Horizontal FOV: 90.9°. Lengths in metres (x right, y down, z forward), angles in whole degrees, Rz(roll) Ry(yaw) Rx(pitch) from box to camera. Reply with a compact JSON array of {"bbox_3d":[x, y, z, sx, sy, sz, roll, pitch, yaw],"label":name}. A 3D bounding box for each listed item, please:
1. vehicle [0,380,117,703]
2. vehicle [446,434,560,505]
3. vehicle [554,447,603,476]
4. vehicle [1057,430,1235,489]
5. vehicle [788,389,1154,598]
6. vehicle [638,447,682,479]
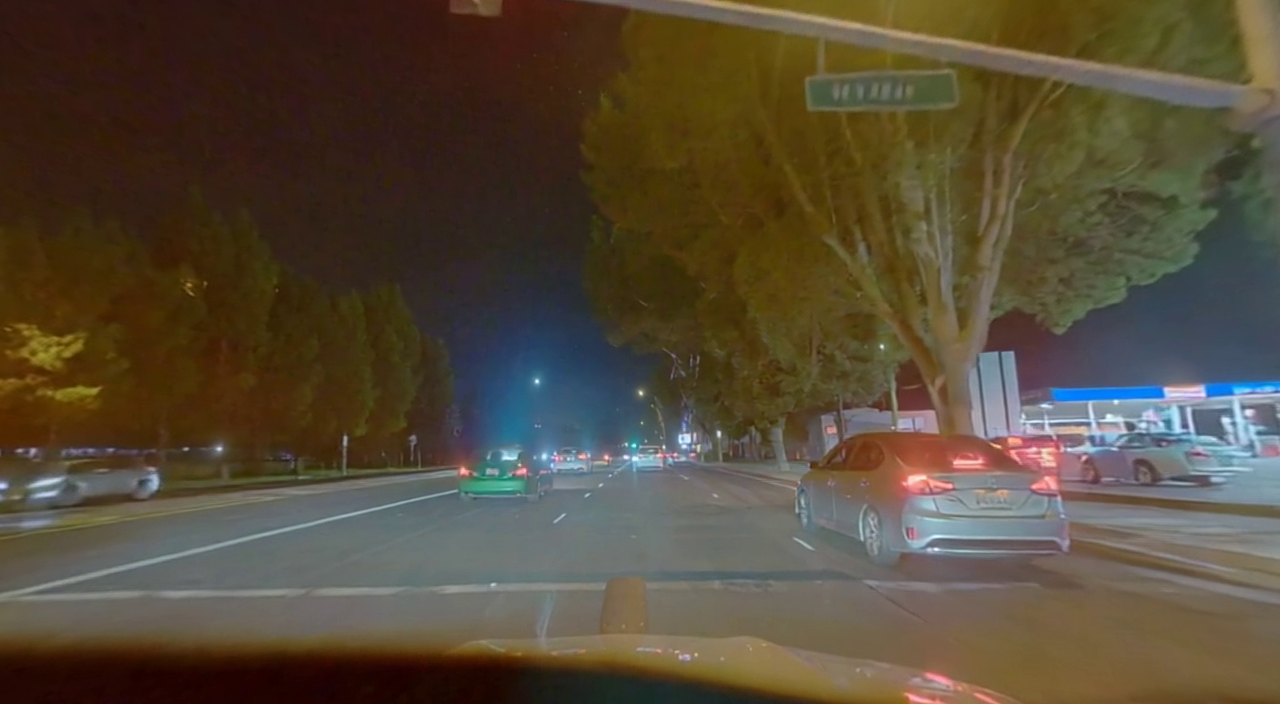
[{"bbox_3d":[-3.495,0.606,0.570,2.095,1.517,4.512,0,-9,1],"label":"vehicle"},{"bbox_3d":[-3.613,3.204,17.710,2.023,1.687,4.874,0,-9,1],"label":"vehicle"},{"bbox_3d":[-3.183,5.790,33.603,1.995,1.436,4.500,0,-8,2],"label":"vehicle"},{"bbox_3d":[16.732,3.571,21.290,2.110,1.744,4.928,-1,-8,3],"label":"vehicle"},{"bbox_3d":[3.436,1.570,7.845,1.992,1.805,4.549,0,-9,-1],"label":"vehicle"},{"bbox_3d":[0.897,5.340,30.694,1.994,1.433,3.894,0,-8,-1],"label":"vehicle"}]
